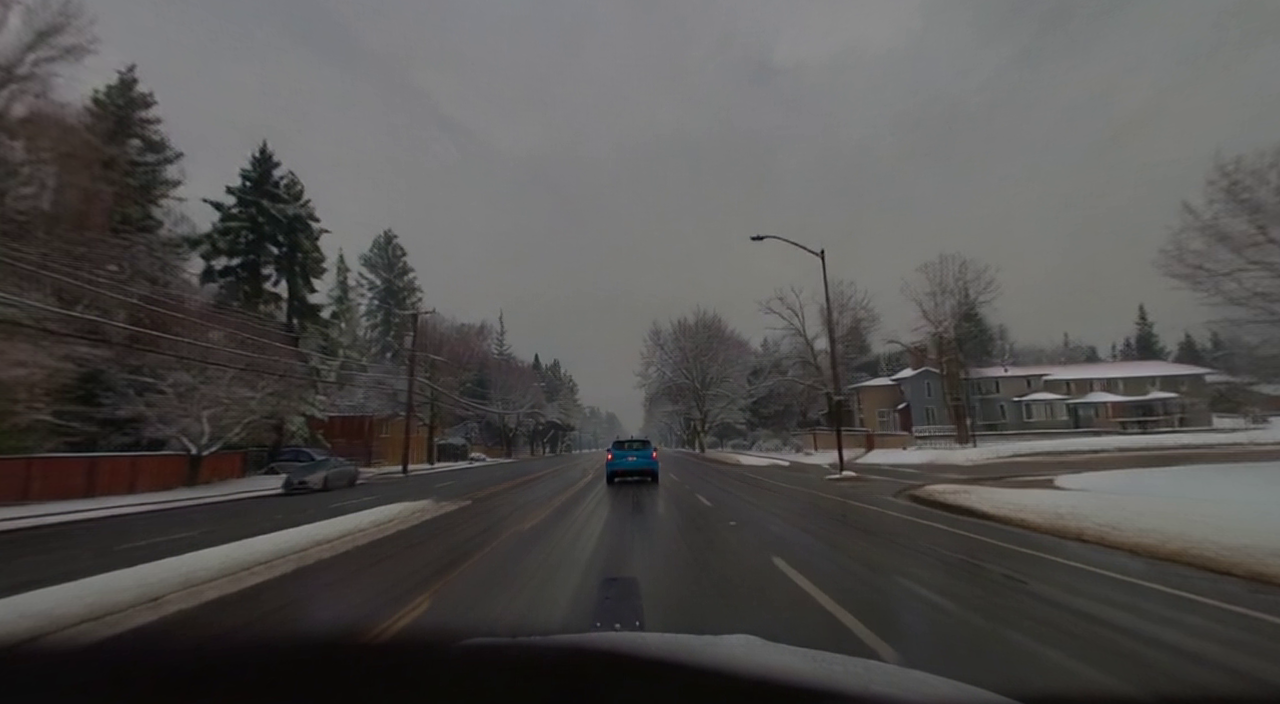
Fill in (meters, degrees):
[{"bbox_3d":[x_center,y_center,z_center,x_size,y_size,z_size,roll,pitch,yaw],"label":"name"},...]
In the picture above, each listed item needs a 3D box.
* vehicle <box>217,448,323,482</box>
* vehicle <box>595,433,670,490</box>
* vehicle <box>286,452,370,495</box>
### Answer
[{"bbox_3d":[-21.501,6.544,36.858,4.807,1.872,2.041,0,-9,-2],"label":"vehicle"},{"bbox_3d":[-0.243,3.492,20.508,2.181,1.639,4.127,0,-8,-1],"label":"vehicle"},{"bbox_3d":[-13.961,5.420,28.549,1.900,1.596,4.142,-4,-8,-3],"label":"vehicle"}]
